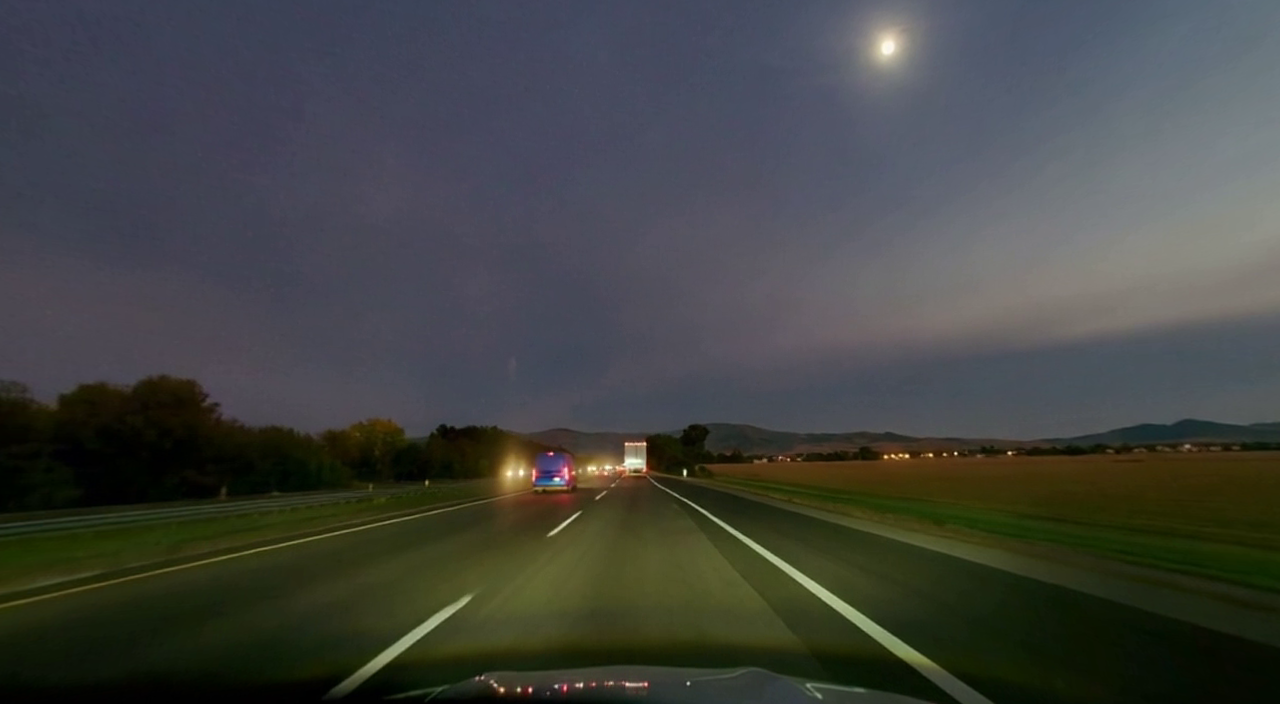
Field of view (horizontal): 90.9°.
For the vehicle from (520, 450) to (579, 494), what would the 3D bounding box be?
[{"bbox_3d":[-4.389,5.922,31.299,2.208,1.973,4.716,1,-10,0],"label":"vehicle"}]
